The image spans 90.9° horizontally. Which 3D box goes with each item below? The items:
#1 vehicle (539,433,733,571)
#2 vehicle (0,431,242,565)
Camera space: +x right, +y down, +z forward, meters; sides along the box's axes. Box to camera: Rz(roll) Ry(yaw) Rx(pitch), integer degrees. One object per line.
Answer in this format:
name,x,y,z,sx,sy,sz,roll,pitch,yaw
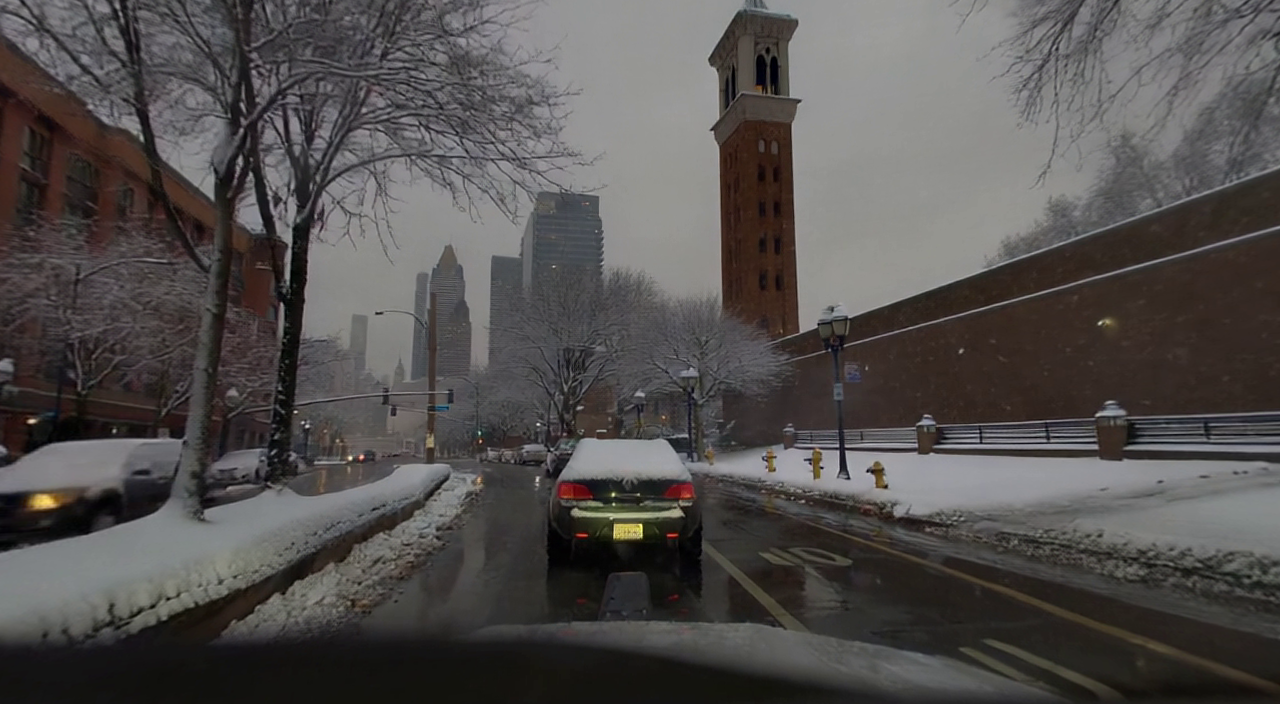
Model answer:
vehicle,-0.233,1.942,9.019,2.142,1.475,4.051,1,-8,-6
vehicle,-8.913,2.213,10.359,2.179,1.698,4.549,1,-8,-7
